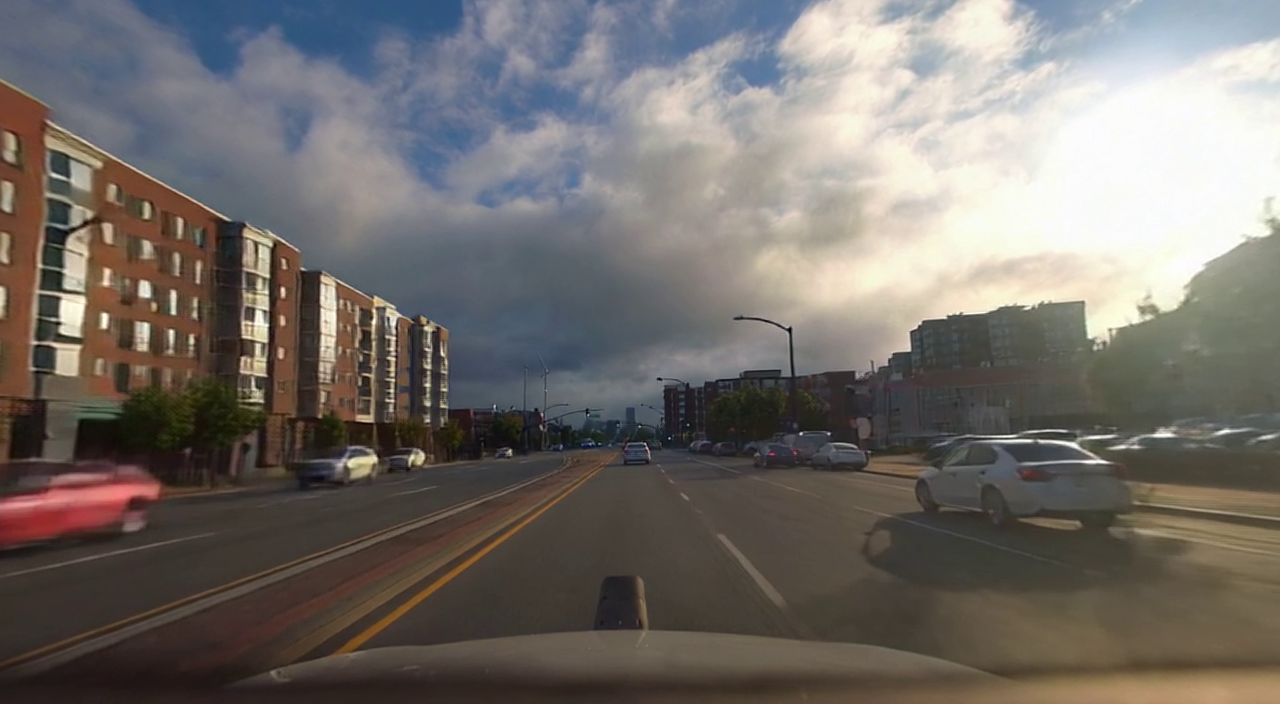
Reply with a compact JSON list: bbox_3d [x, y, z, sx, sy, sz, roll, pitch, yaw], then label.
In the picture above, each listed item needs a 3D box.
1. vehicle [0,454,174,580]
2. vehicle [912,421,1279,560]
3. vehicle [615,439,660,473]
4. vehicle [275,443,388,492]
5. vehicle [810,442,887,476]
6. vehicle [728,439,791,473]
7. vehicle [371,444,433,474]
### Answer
[{"bbox_3d":[-8.386,2.031,7.905,1.869,1.419,4.183,0,-9,-1],"label":"vehicle"},{"bbox_3d":[6.301,1.948,9.668,2.121,1.557,4.898,0,-9,1],"label":"vehicle"},{"bbox_3d":[-0.147,5.168,31.519,2.106,1.553,3.964,0,-9,0],"label":"vehicle"},{"bbox_3d":[-11.753,4.398,24.421,2.036,1.697,4.680,0,-9,0],"label":"vehicle"},{"bbox_3d":[9.972,5.150,30.542,2.089,1.508,4.323,-1,-9,-2],"label":"vehicle"},{"bbox_3d":[5.773,5.071,30.823,2.154,1.554,4.149,0,-9,-2],"label":"vehicle"},{"bbox_3d":[-15.410,6.938,40.999,2.216,1.797,4.487,0,-9,0],"label":"vehicle"}]
